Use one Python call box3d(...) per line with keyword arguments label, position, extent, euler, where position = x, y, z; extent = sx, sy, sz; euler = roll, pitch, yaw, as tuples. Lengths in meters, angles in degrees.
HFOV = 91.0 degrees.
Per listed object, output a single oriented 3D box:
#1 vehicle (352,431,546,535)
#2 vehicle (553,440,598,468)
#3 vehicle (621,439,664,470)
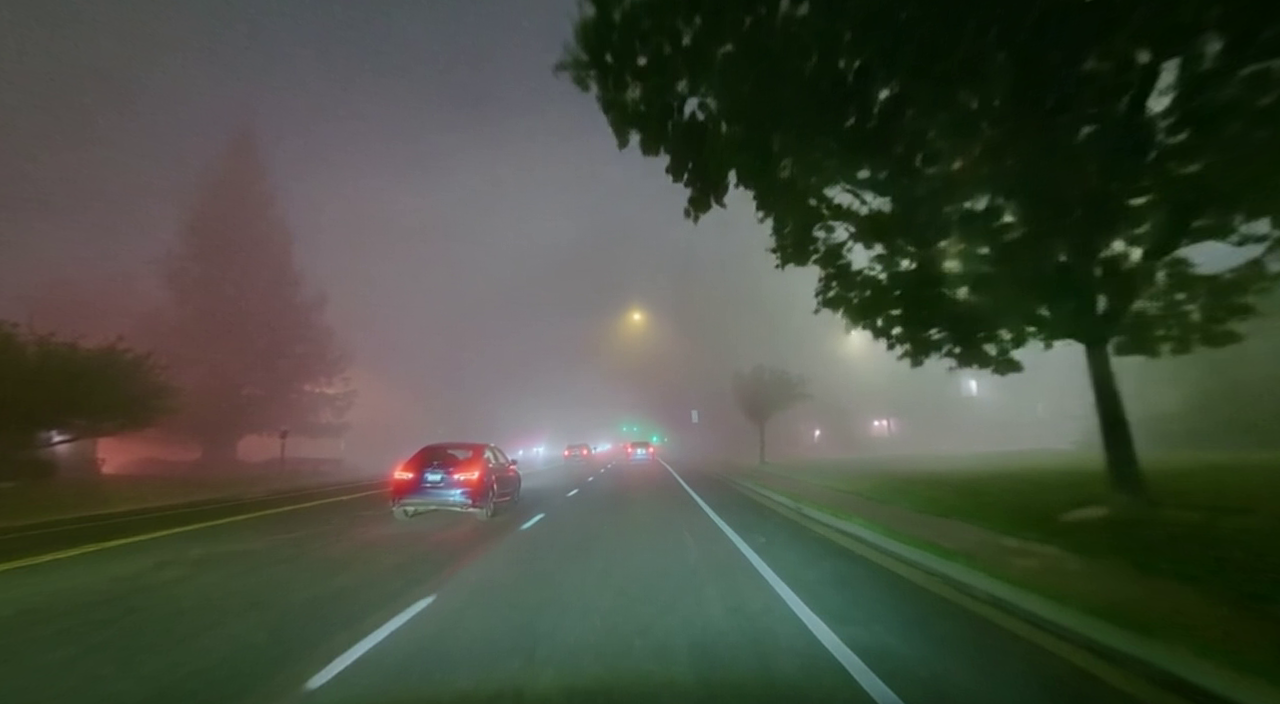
box3d(label="vehicle", position=(-3.064, 2.206, 11.249), extent=(2.030, 1.467, 4.403), euler=(0, -8, 1))
box3d(label="vehicle", position=(-3.560, 5.698, 35.353), extent=(2.114, 1.500, 3.912), euler=(0, -8, 0))
box3d(label="vehicle", position=(0.123, 5.214, 32.146), extent=(2.065, 1.456, 4.099), euler=(0, -8, 0))
